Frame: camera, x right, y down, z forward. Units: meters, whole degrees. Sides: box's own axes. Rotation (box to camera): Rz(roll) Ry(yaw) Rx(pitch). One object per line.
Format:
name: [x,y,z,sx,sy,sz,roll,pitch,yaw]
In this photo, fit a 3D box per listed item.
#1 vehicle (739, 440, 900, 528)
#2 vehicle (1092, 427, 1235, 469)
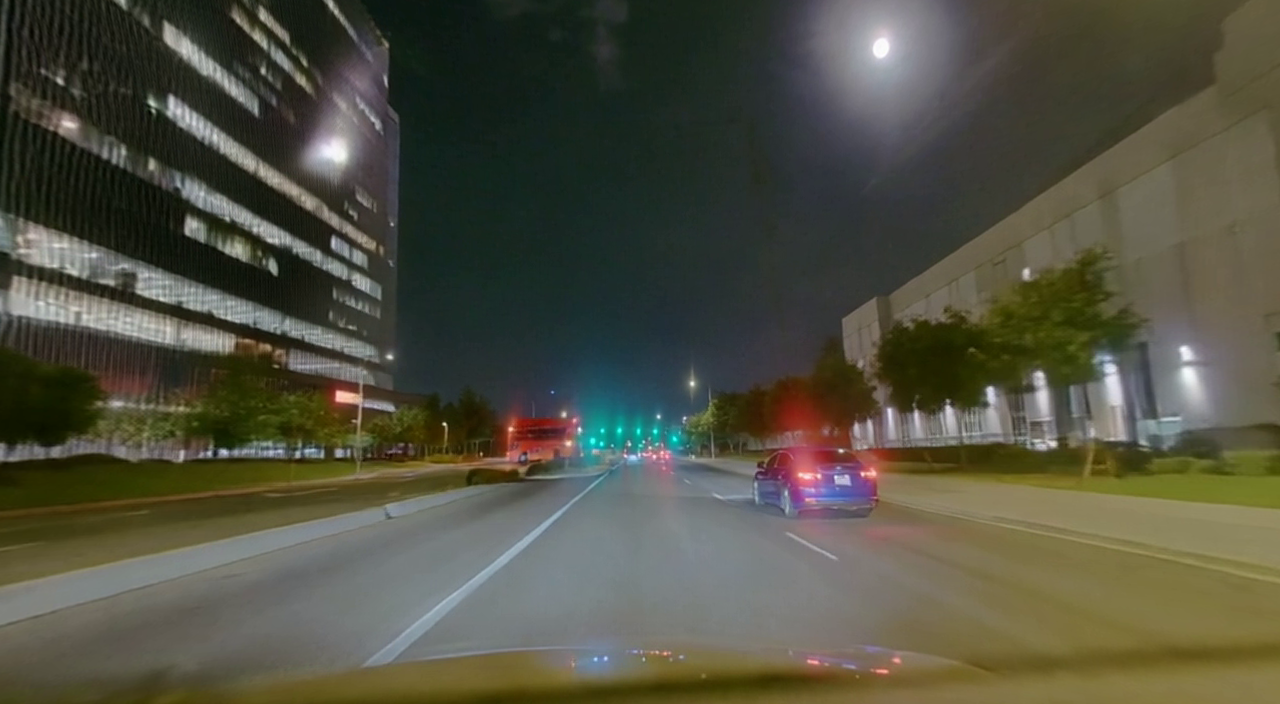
vehicle: [3.440,2.605,13.010,1.993,1.501,4.127,0,-9,-2]
vehicle: [20.640,3.780,24.940,3.996,1.481,1.853,-1,-8,-1]
